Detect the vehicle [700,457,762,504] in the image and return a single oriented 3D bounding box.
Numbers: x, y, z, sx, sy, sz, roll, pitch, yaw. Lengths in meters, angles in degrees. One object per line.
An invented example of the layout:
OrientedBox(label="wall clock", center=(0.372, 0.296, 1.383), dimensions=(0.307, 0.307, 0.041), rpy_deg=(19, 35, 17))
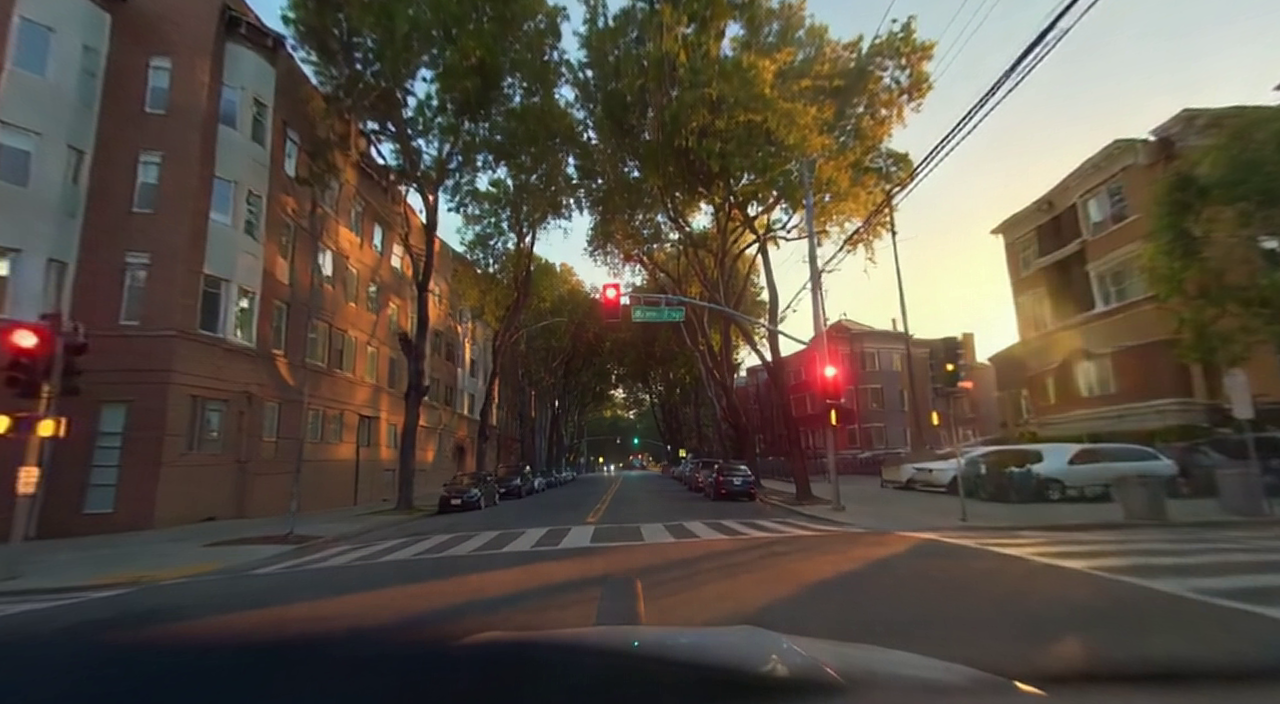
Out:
OrientedBox(label="vehicle", center=(3.640, 5.237, 26.159), dimensions=(1.924, 1.657, 4.665), rpy_deg=(1, -9, 0))

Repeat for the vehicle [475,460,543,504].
OrientedBox(label="vehicle", center=(-6.396, 6.384, 31.357), dimensions=(2.175, 1.849, 4.725), rpy_deg=(-4, -10, 2))

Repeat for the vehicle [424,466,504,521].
OrientedBox(label="vehicle", center=(-6.648, 5.349, 24.350), dimensions=(1.763, 1.612, 4.462), rpy_deg=(-7, -9, -2))
